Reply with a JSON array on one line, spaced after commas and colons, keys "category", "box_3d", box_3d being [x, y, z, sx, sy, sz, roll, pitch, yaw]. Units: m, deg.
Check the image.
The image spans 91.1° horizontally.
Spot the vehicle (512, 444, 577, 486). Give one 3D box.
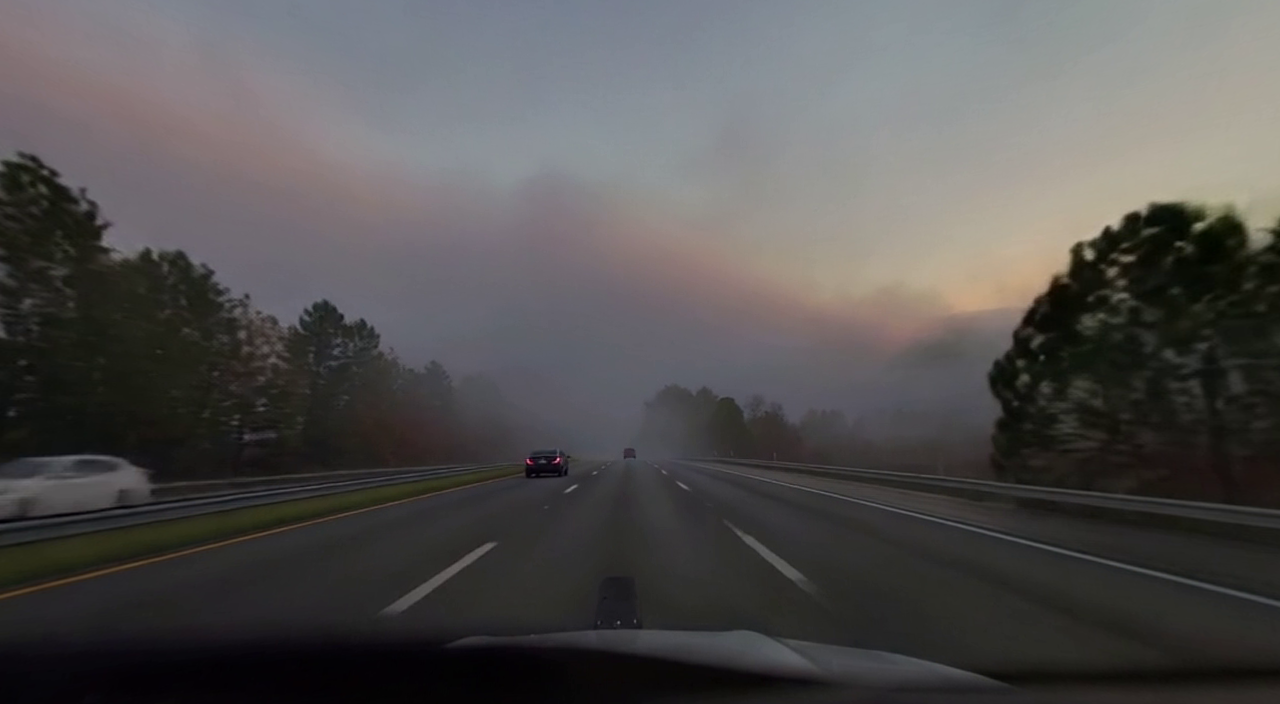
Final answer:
[{"category": "vehicle", "box_3d": [-3.726, 4.472, 25.196, 1.970, 1.492, 3.944, 0, -9, 0]}]
